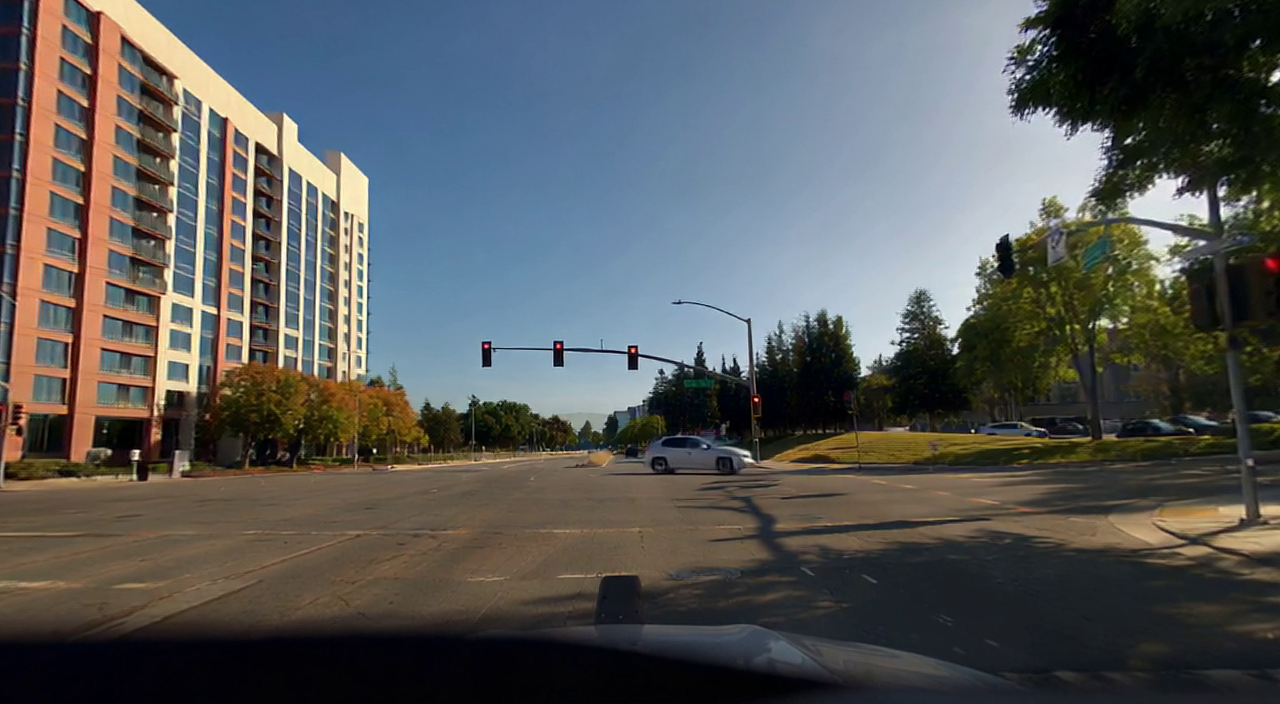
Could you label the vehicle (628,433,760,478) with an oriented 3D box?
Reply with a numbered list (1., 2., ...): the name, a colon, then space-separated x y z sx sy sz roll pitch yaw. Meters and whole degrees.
1. vehicle: 2.373 4.527 27.889 5.357 1.814 2.141 -4 -9 22
